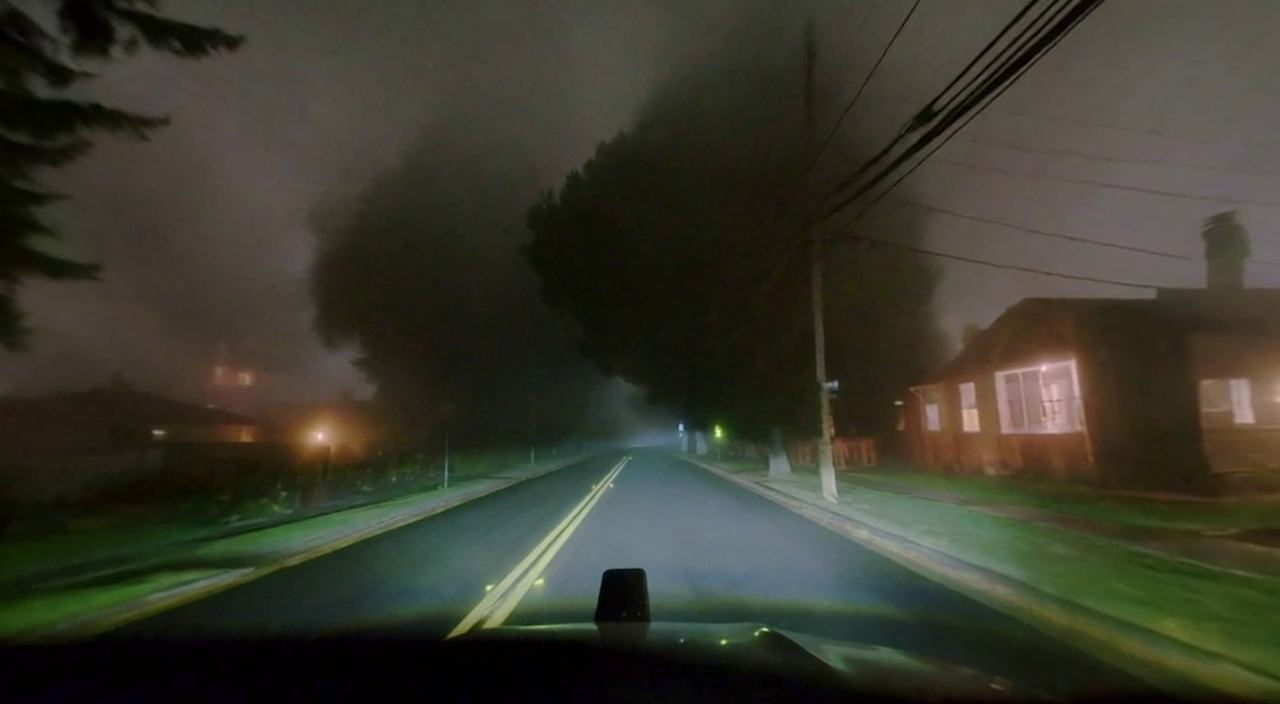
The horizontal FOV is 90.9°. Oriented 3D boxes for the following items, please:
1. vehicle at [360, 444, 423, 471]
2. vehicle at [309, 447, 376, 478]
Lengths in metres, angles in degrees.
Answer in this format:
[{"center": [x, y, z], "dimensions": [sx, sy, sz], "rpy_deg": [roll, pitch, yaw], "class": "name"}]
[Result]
[{"center": [-14.667, 6.254, 37.503], "dimensions": [1.830, 1.495, 4.641], "rpy_deg": [0, -8, 1], "class": "vehicle"}, {"center": [-17.550, 6.492, 37.403], "dimensions": [1.903, 1.500, 4.214], "rpy_deg": [-3, -7, 1], "class": "vehicle"}]
